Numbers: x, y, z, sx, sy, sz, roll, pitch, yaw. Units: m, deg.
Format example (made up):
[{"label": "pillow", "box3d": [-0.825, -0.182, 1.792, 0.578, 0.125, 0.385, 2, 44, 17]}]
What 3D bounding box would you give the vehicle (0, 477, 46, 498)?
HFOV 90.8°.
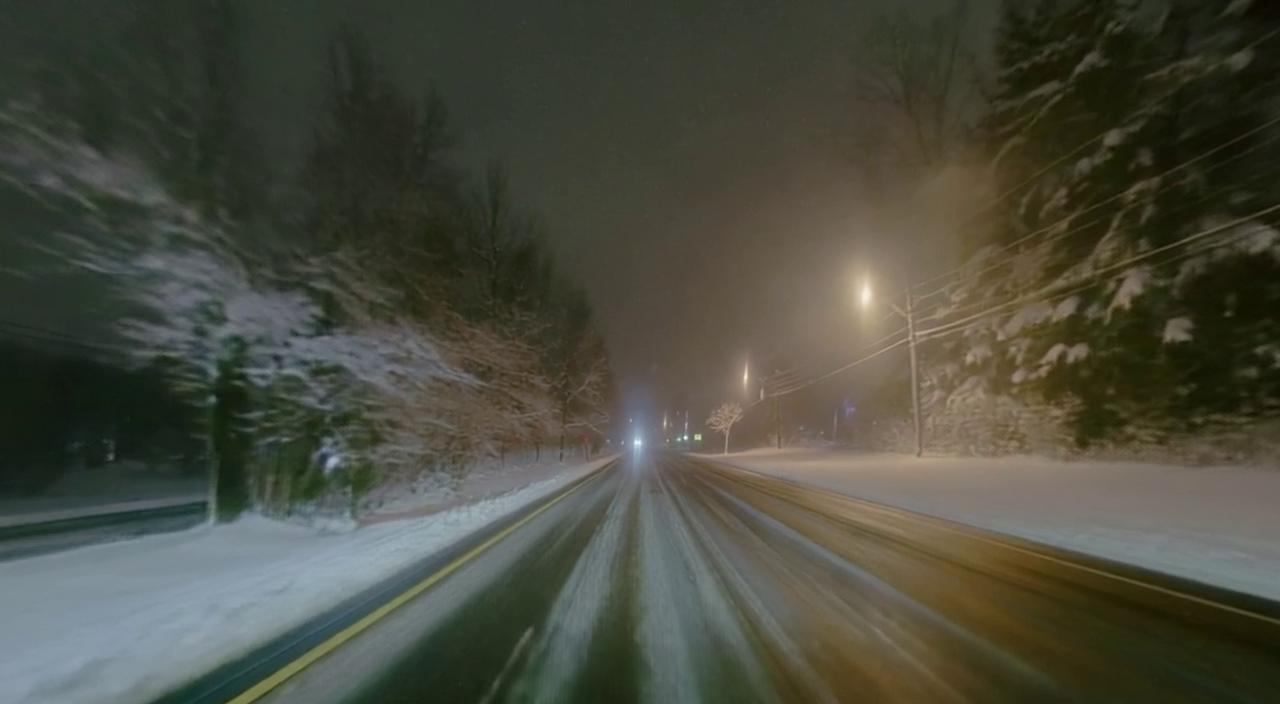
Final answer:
[{"label": "vehicle", "box3d": [-46.015, 9.878, 46.070, 3.601, 1.431, 1.591, 1, -8, -5]}]
